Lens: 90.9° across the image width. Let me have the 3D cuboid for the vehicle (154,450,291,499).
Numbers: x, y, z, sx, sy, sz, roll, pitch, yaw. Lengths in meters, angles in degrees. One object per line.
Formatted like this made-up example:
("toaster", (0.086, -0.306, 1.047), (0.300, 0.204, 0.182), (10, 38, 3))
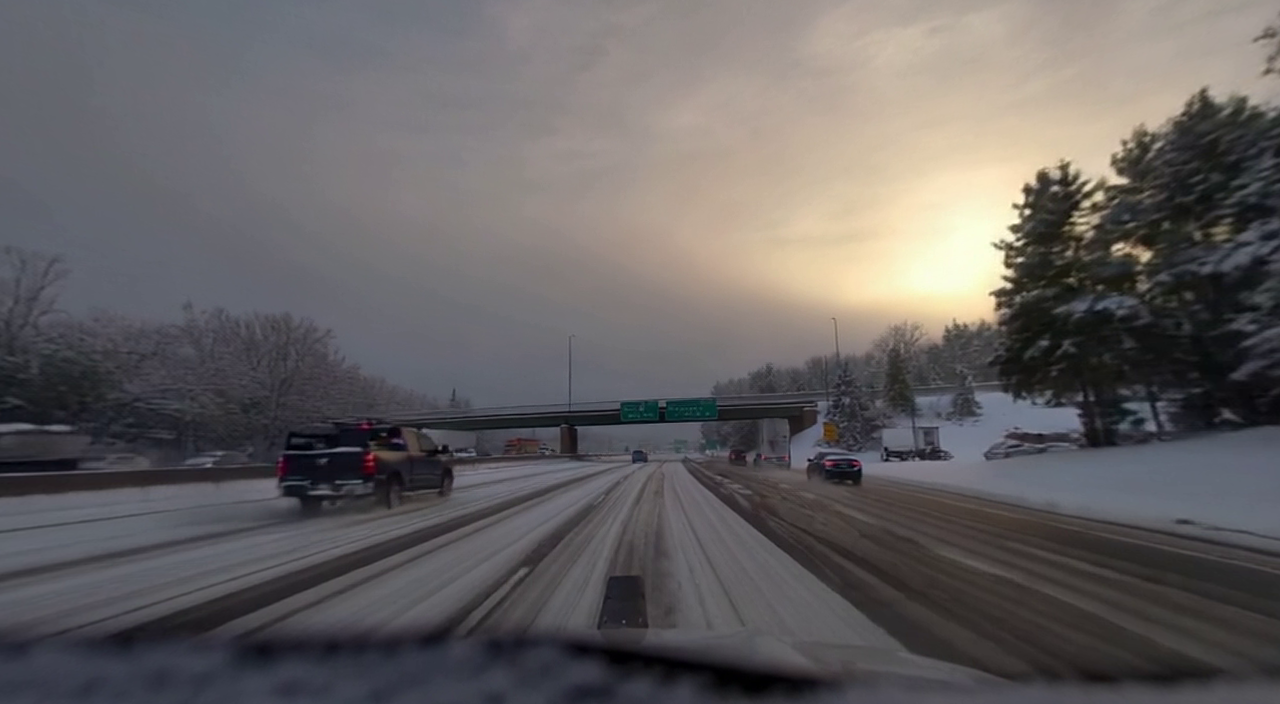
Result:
("vehicle", (-15.738, 4.596, 24.121), (2.113, 1.640, 4.337), (0, -8, 2))

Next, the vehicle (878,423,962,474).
("vehicle", (21.350, 7.419, 48.742), (3.022, 3.547, 8.645), (-1, -8, 4))

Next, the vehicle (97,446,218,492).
("vehicle", (-23.241, 5.605, 30.682), (1.846, 1.998, 4.958), (0, -8, 1))

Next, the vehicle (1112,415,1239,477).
("vehicle", (35.648, 6.368, 42.688), (3.045, 3.620, 10.905), (-4, -9, 22))

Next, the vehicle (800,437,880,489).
("vehicle", (8.228, 4.576, 26.363), (2.146, 1.929, 4.388), (-1, -8, 4))

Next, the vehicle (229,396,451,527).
("vehicle", (-6.326, 2.400, 14.314), (2.264, 2.379, 5.248), (0, -8, 2))
